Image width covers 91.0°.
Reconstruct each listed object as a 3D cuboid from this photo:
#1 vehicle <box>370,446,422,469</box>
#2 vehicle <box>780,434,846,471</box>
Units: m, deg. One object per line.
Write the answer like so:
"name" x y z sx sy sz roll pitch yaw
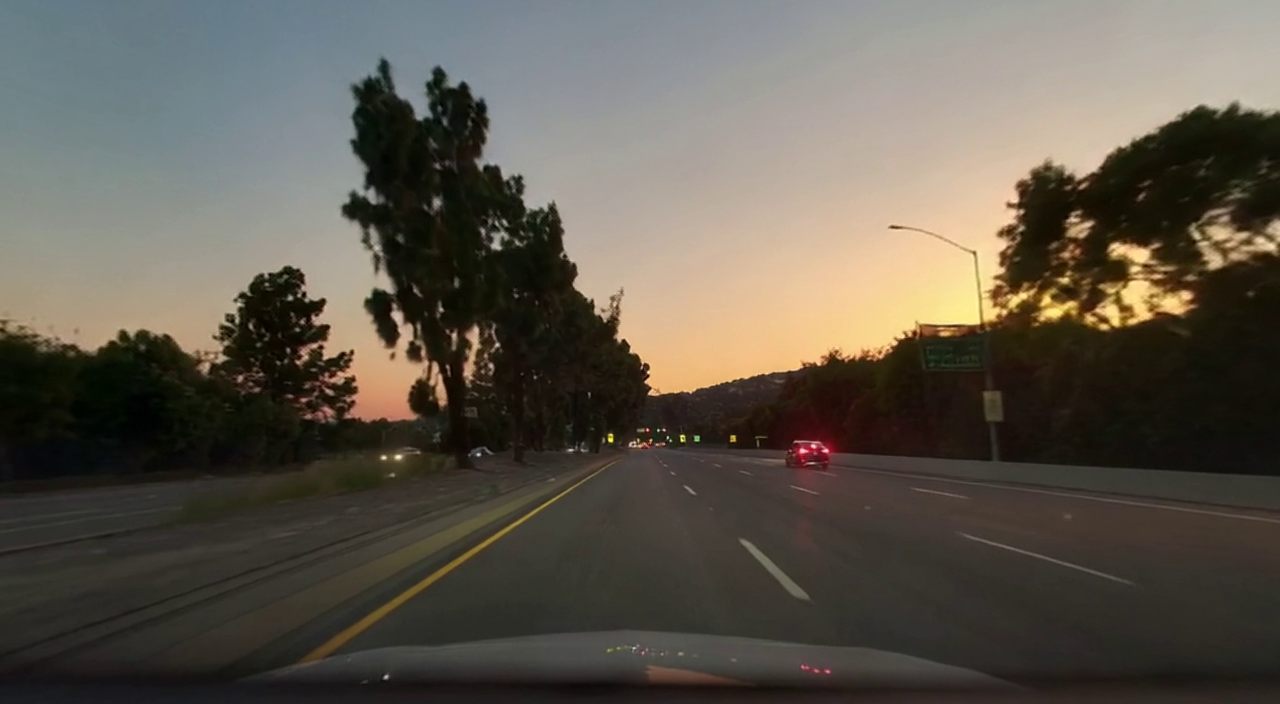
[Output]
"vehicle" -18.652 8.073 48.351 2.043 1.627 4.595 0 -8 1
"vehicle" 9.189 5.395 33.902 2.170 1.830 4.720 0 -8 0
